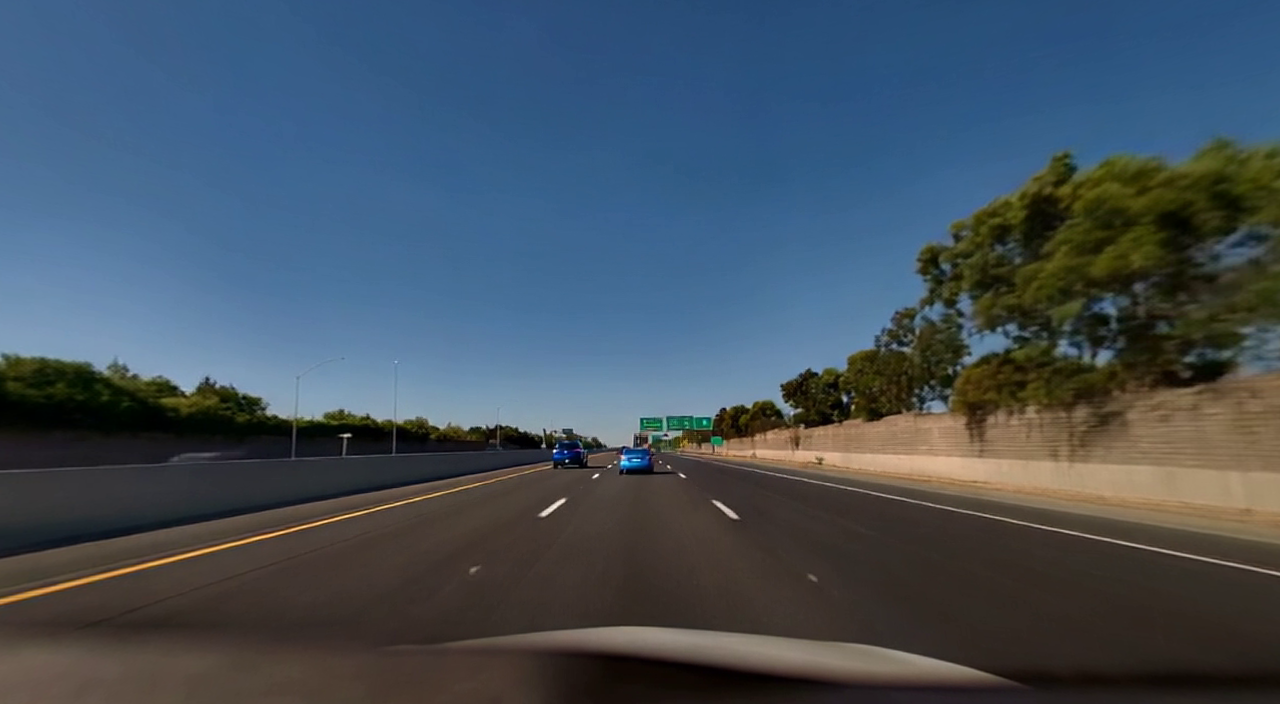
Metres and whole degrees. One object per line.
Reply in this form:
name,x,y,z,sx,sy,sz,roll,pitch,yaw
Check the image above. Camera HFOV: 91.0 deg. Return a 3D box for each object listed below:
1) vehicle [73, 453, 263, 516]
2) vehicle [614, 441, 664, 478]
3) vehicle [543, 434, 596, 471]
vehicle,-13.284,3.711,18.157,2.059,1.512,4.244,0,-9,2
vehicle,-0.018,4.856,28.688,2.086,1.548,4.325,0,-9,1
vehicle,-3.725,5.462,34.323,2.264,1.901,4.647,0,-9,1
